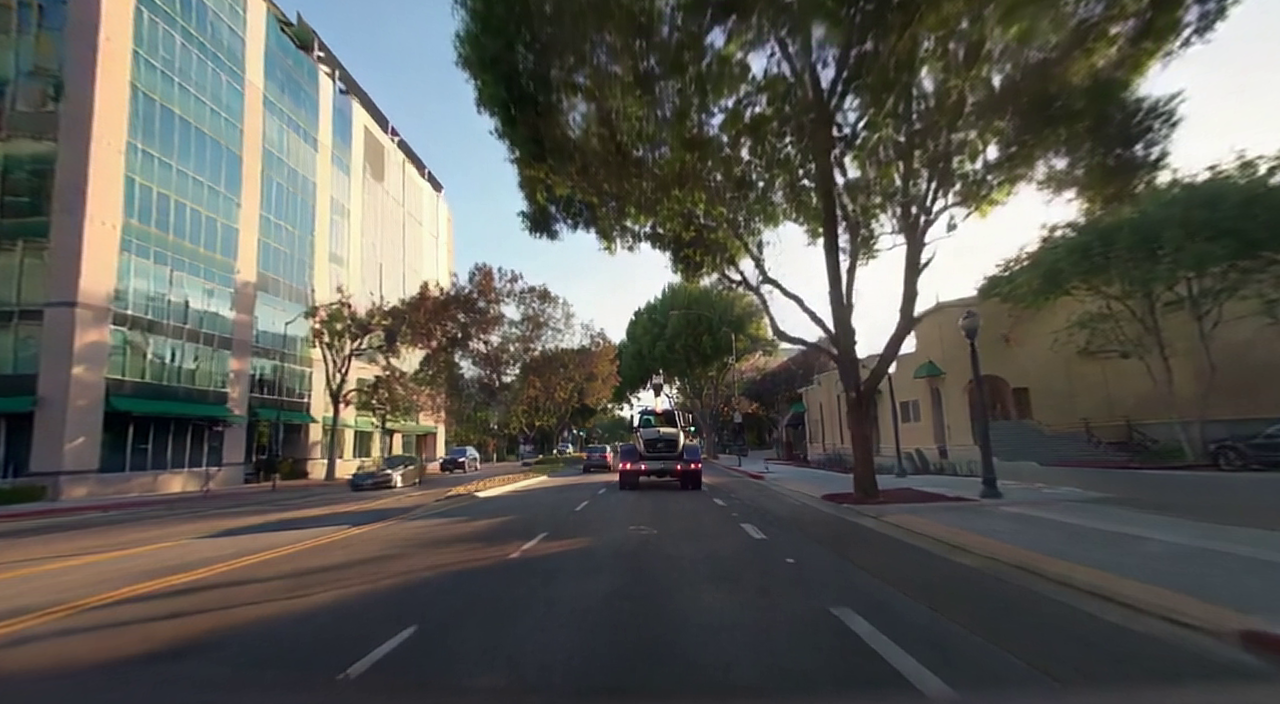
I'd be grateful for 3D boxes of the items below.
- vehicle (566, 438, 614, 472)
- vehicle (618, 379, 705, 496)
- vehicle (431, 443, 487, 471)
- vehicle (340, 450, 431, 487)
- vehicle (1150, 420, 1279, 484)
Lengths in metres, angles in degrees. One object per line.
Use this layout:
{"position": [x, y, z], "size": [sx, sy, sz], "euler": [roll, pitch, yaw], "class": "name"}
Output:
{"position": [-2.634, 5.573, 34.231], "size": [2.081, 1.688, 4.235], "euler": [0, -9, 2], "class": "vehicle"}
{"position": [0.598, 3.375, 24.570], "size": [2.552, 3.461, 11.044], "euler": [-1, -8, -1], "class": "vehicle"}
{"position": [-13.786, 8.029, 48.395], "size": [2.225, 1.946, 6.187], "euler": [0, -9, 2], "class": "vehicle"}
{"position": [-11.331, 5.187, 28.467], "size": [1.939, 1.496, 4.678], "euler": [-1, -9, 3], "class": "vehicle"}
{"position": [17.030, 2.761, 17.661], "size": [1.845, 1.593, 3.941], "euler": [0, -8, -8], "class": "vehicle"}
